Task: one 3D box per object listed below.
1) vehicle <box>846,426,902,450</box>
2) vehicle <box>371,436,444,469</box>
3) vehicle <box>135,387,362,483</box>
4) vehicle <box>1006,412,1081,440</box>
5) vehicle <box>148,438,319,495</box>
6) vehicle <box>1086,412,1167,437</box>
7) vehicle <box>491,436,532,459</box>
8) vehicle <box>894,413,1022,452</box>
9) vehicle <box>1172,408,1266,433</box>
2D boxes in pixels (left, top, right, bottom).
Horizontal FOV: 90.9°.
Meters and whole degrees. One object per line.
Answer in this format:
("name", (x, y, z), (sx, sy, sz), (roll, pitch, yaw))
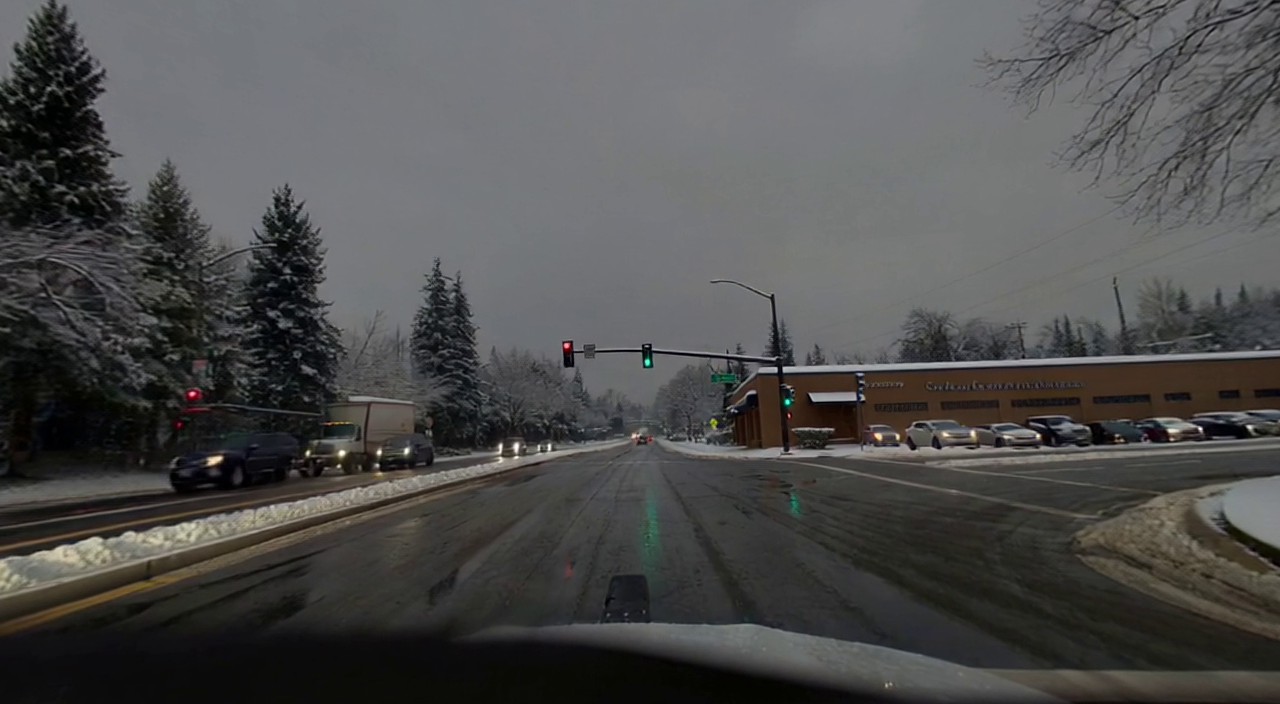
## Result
("vehicle", (17.190, 6.346, 46.398), (3.329, 1.415, 1.821), (-6, -9, 2))
("vehicle", (-12.288, 5.339, 33.618), (2.181, 1.653, 4.468), (0, -8, 0))
("vehicle", (-16.566, 3.821, 28.345), (3.161, 3.455, 11.058), (0, -8, 0))
("vehicle", (26.306, 4.878, 41.269), (2.011, 1.656, 4.163), (0, -8, -3))
("vehicle", (-12.024, 3.397, 19.142), (1.996, 1.482, 4.772), (0, -8, 0))
("vehicle", (31.378, 4.725, 40.774), (1.823, 1.480, 4.003), (0, -8, -4))
("vehicle", (-9.253, 6.910, 45.645), (2.026, 1.616, 4.199), (0, -8, 1))
("vehicle", (14.011, 3.593, 27.937), (4.566, 1.670, 2.000), (0, -8, -2))
("vehicle", (38.434, 4.615, 41.989), (1.715, 1.480, 4.701), (0, -8, -1))
